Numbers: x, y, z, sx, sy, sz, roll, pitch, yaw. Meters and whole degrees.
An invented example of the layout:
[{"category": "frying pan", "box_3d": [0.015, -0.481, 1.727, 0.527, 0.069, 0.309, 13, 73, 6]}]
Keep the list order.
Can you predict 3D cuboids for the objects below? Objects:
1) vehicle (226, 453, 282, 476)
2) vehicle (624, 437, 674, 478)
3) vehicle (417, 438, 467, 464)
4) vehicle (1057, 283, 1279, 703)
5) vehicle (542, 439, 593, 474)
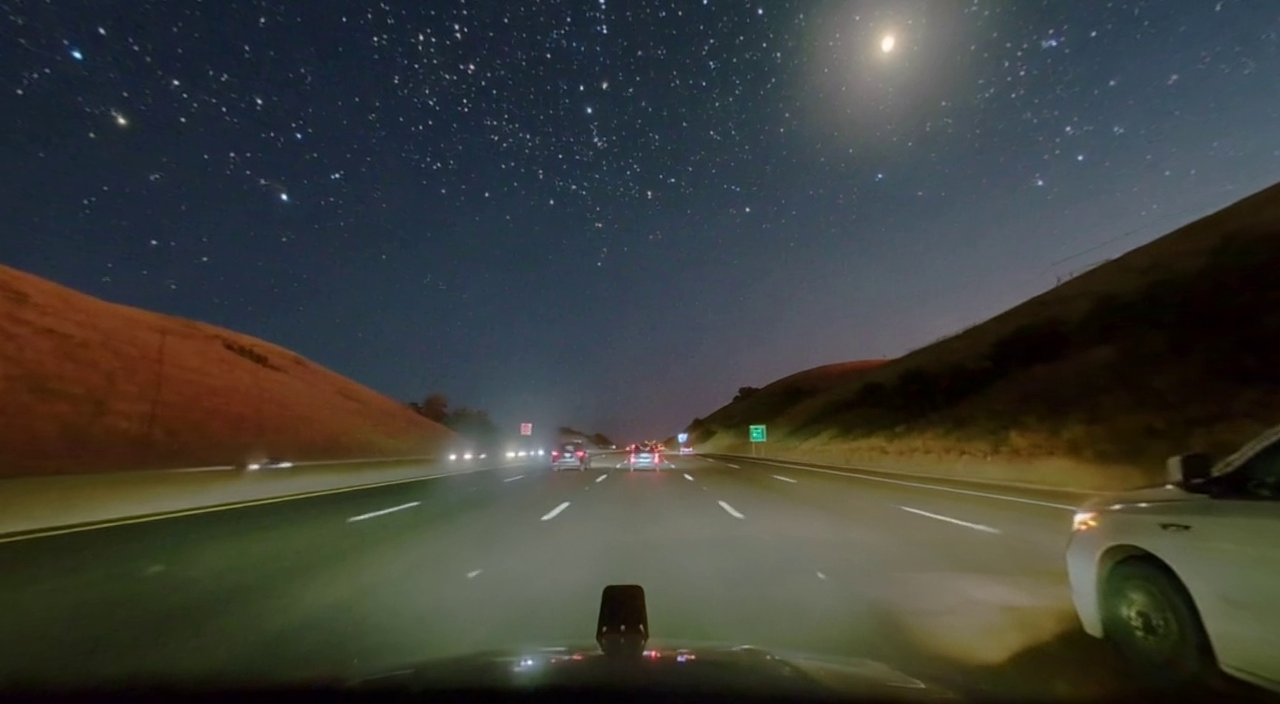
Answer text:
[{"category": "vehicle", "box_3d": [-23.522, 6.864, 38.534, 1.398, 1.273, 3.142, 0, -8, 1]}, {"category": "vehicle", "box_3d": [0.390, 4.707, 28.417, 2.086, 1.685, 4.206, 0, -8, 0]}, {"category": "vehicle", "box_3d": [-12.260, 6.165, 39.326, 1.817, 1.525, 3.880, 0, -8, 1]}, {"category": "vehicle", "box_3d": [4.134, 0.468, 1.201, 2.700, 1.980, 5.866, 0, -8, 1]}, {"category": "vehicle", "box_3d": [-3.639, 5.343, 32.425, 2.076, 1.690, 4.113, 0, -8, 1]}]
